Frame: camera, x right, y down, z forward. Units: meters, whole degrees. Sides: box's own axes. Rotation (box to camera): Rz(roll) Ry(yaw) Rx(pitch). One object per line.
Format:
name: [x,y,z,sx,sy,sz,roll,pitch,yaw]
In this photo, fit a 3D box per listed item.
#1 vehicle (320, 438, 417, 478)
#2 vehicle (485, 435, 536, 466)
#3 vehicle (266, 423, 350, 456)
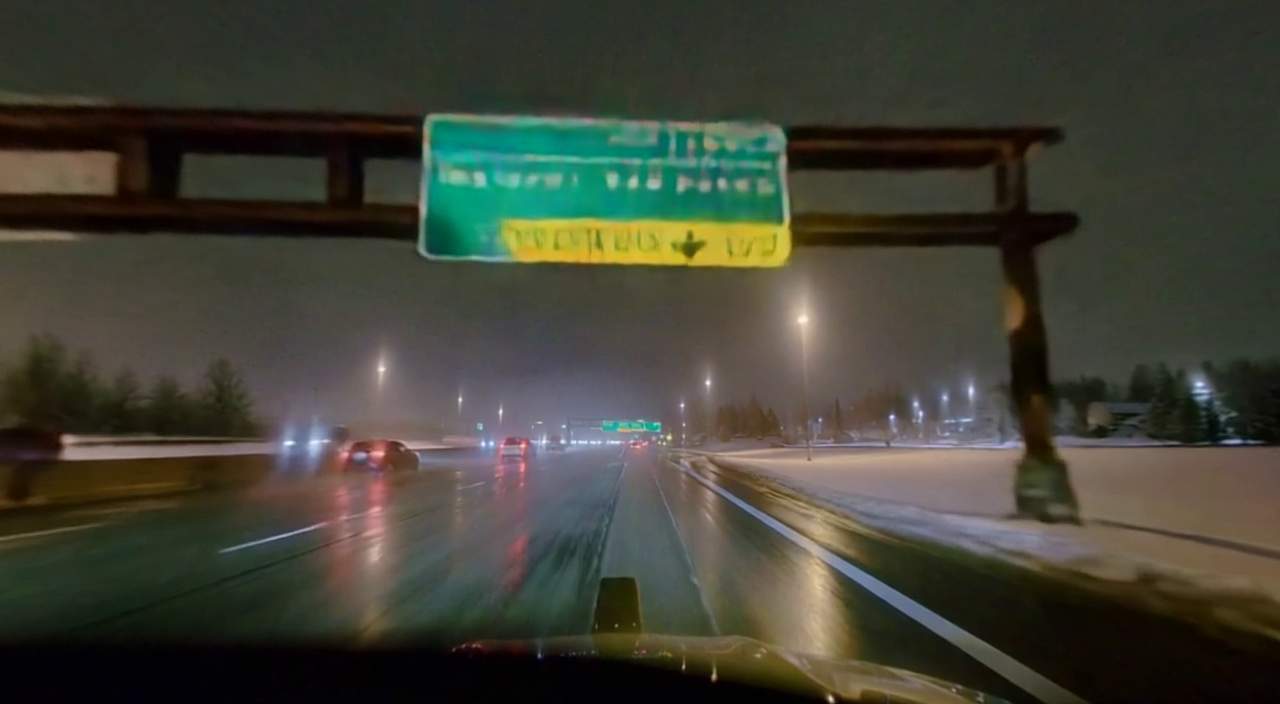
vehicle: [-10.627,4.152,24.958,1.976,1.413,4.088,0,-8,0]
vehicle: [-7.156,5.458,35.174,1.979,1.646,4.096,0,-8,0]
vehicle: [-19.456,5.170,37.198,2.112,1.834,5.120,0,-8,1]
